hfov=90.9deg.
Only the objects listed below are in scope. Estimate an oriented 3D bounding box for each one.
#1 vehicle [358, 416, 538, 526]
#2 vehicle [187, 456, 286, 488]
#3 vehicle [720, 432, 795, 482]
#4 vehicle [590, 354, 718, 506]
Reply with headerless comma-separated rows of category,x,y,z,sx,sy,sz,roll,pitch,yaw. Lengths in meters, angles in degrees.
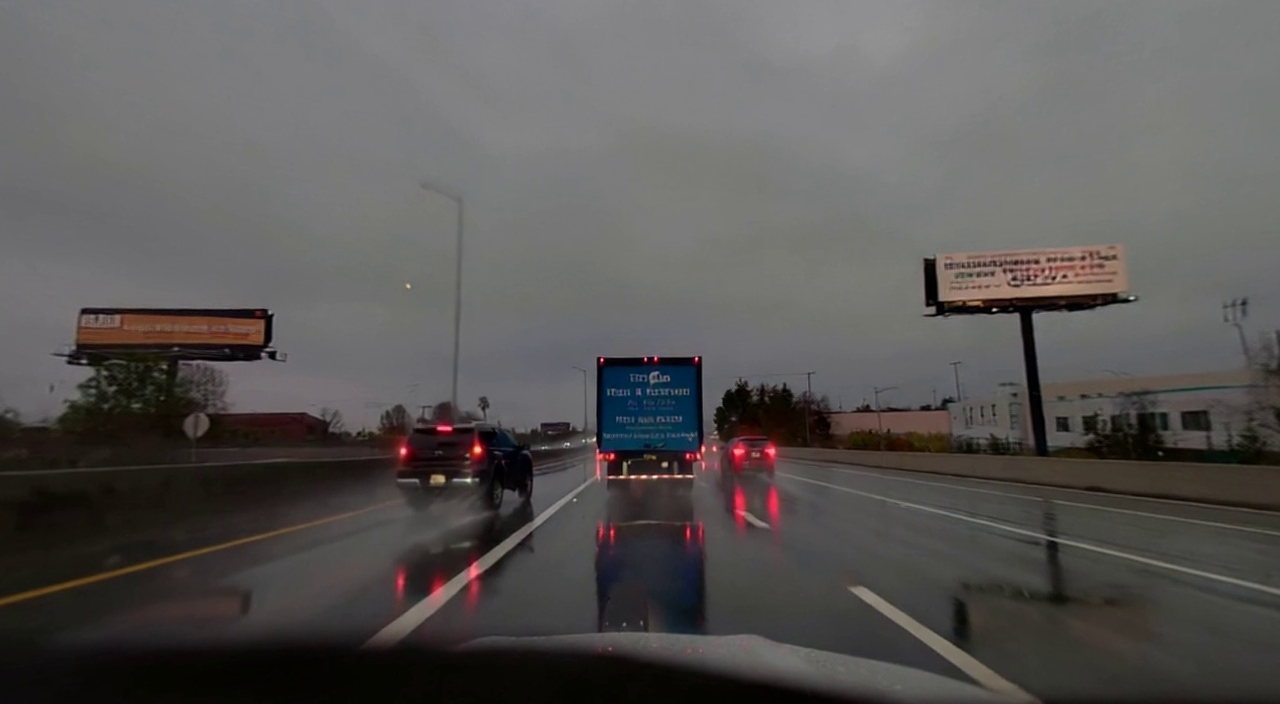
vehicle,-3.558,2.286,12.722,2.133,1.808,4.349,0,-8,2
vehicle,-21.756,6.476,34.284,1.915,1.492,4.664,-1,-8,7
vehicle,4.310,3.917,23.815,1.986,1.718,4.296,0,-8,0
vehicle,0.373,2.279,17.963,2.733,3.296,8.571,0,-8,1
